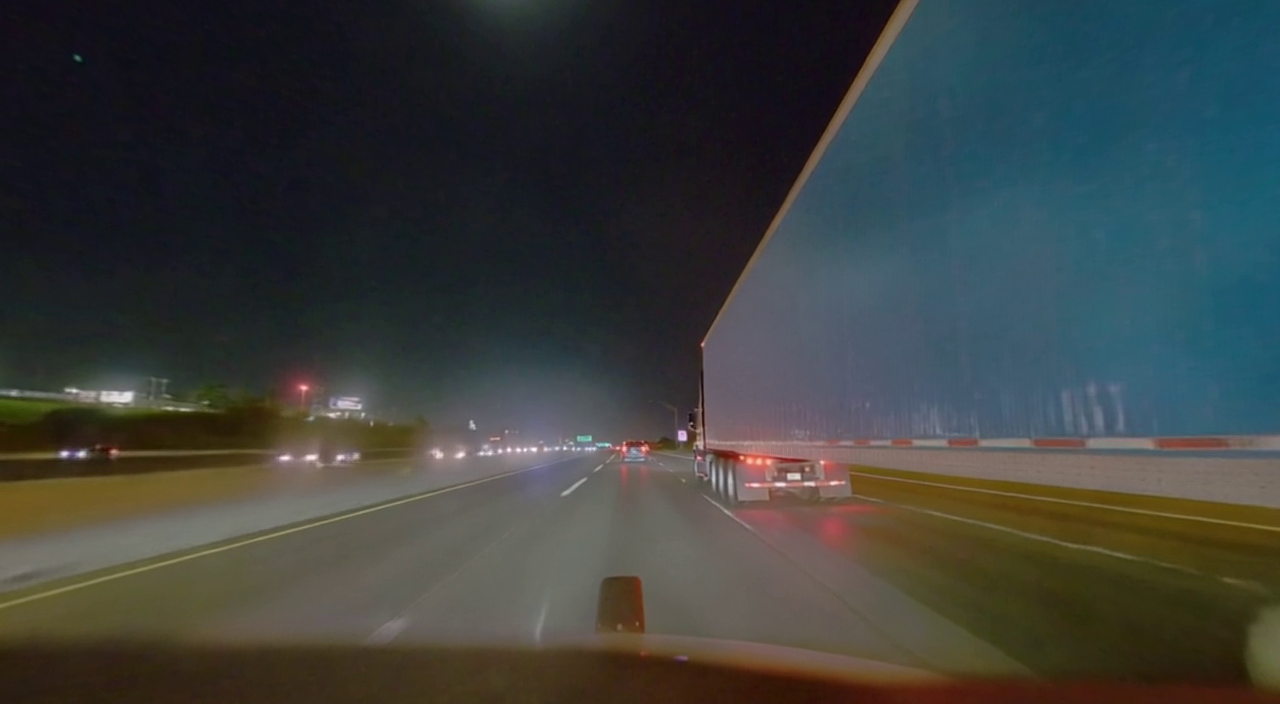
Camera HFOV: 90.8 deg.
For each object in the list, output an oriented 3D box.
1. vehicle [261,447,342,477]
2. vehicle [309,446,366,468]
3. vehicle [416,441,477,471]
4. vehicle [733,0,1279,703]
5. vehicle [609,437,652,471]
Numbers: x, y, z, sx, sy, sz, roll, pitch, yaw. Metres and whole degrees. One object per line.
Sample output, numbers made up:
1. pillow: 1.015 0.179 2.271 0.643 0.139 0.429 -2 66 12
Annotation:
1. vehicle: -17.679 5.726 33.242 1.829 1.454 4.419 0 -9 -1
2. vehicle: -21.359 7.420 44.849 1.916 1.494 4.497 0 -9 -1
3. vehicle: -10.743 5.807 35.404 2.069 1.556 4.512 0 -9 -1
4. vehicle: 3.432 -0.088 4.525 2.996 4.123 15.965 0 -9 0
5. vehicle: -0.529 5.432 33.883 2.191 1.685 4.015 0 -9 -1
